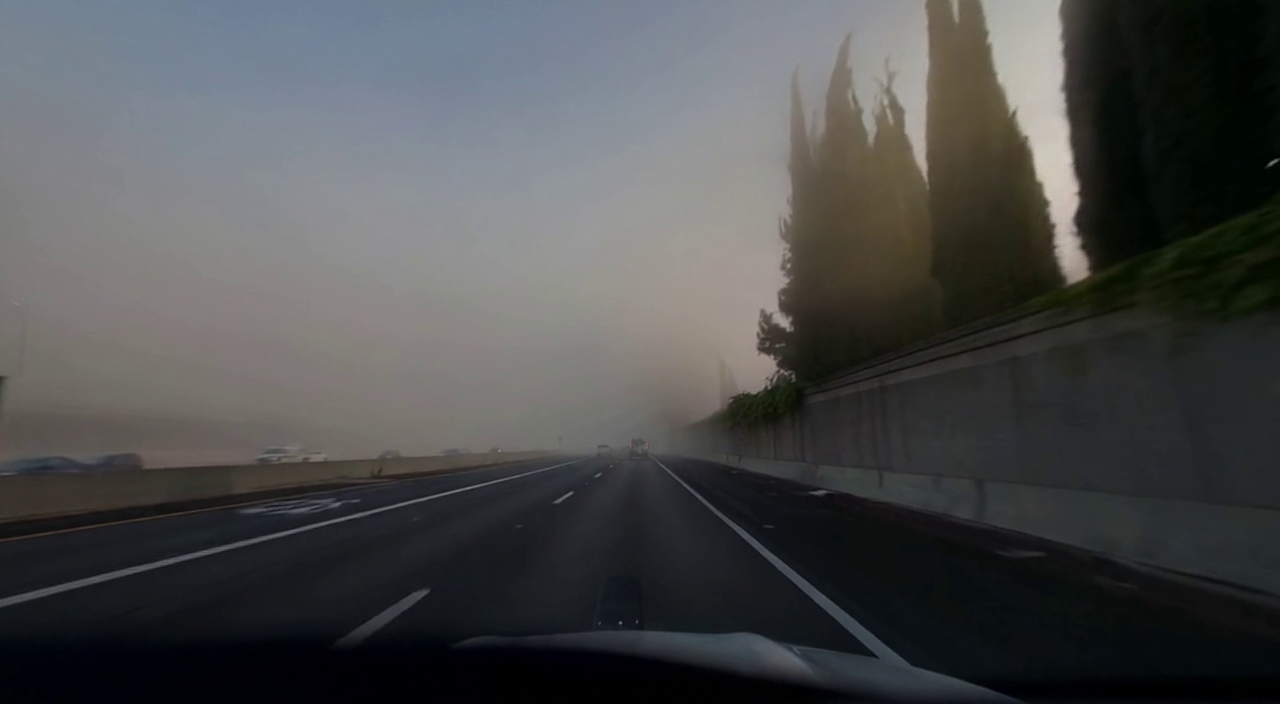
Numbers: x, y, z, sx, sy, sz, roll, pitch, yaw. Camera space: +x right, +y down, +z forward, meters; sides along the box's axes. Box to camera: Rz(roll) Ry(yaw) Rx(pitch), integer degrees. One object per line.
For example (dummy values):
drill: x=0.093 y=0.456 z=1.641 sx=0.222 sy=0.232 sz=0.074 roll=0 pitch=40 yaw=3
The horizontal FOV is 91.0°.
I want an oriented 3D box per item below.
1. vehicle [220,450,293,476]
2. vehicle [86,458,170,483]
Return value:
vehicle: x=-26.168 y=7.581 z=43.217 sx=2.023 sy=1.625 sz=4.651 roll=0 pitch=-9 yaw=1
vehicle: x=-33.392 y=7.716 z=41.239 sx=1.825 sy=1.496 sz=4.423 roll=0 pitch=-9 yaw=0
